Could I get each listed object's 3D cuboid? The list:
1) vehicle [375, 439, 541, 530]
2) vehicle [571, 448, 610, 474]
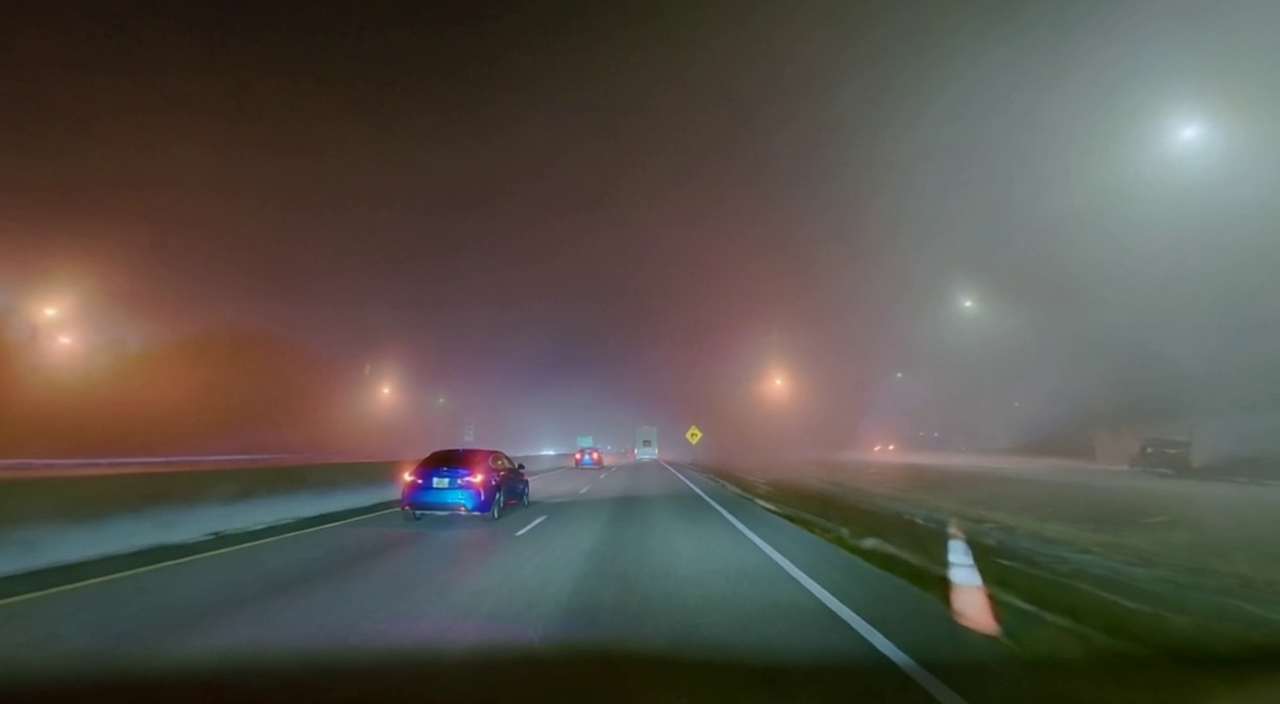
[{"bbox_3d":[-3.436,2.593,12.990,2.012,1.510,4.672,0,-9,0],"label":"vehicle"},{"bbox_3d":[-2.910,6.481,37.741,1.965,1.459,4.145,0,-9,0],"label":"vehicle"}]
